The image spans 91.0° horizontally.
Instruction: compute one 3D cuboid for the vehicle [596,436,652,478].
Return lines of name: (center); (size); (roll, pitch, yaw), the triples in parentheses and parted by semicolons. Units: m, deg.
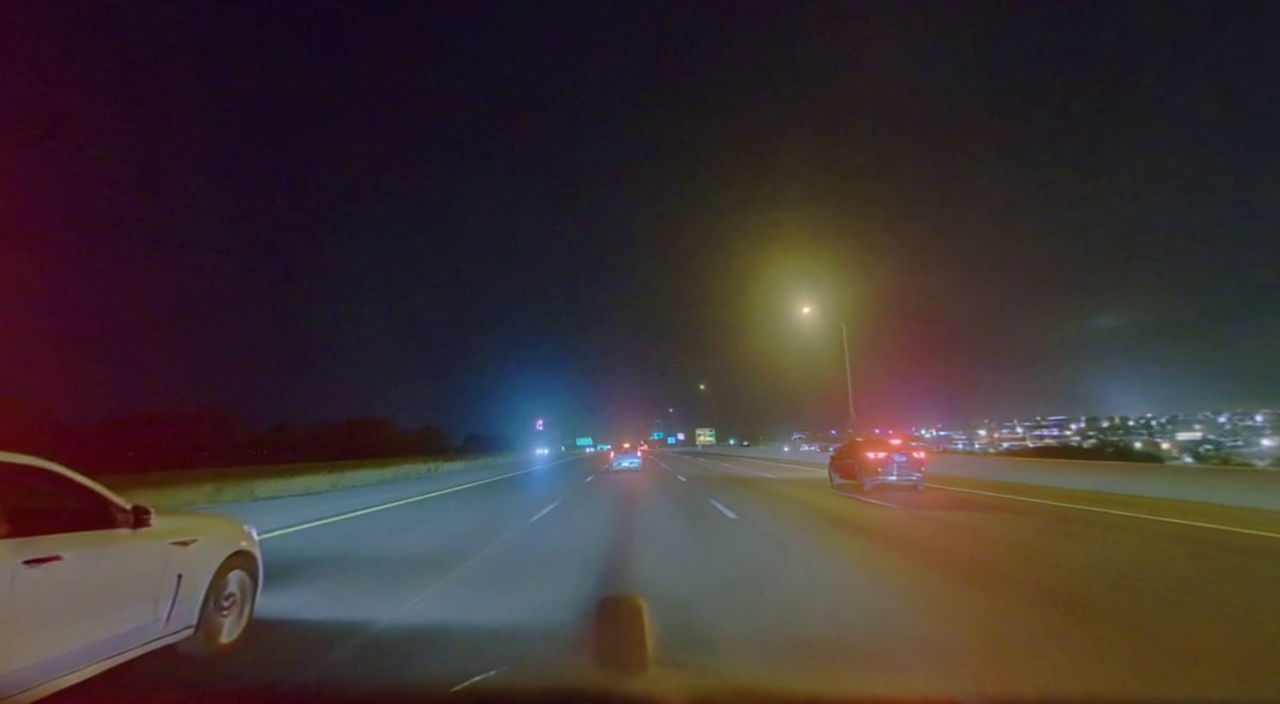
vehicle: (-0.619, 4.317, 26.047); (2.147, 1.576, 3.964); (0, -8, 0)
